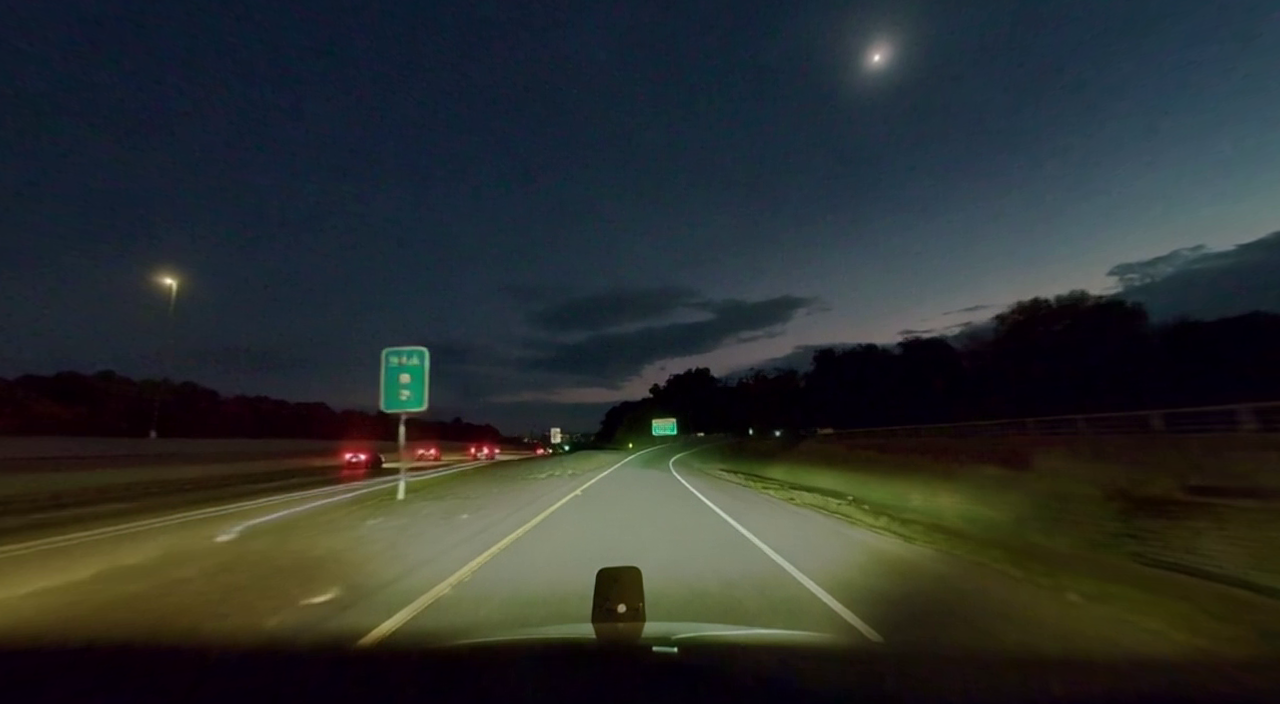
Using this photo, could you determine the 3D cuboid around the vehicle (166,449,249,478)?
[{"bbox_3d":[-29.180,7.536,42.747,2.220,1.806,5.471,1,-9,-6],"label":"vehicle"}]
